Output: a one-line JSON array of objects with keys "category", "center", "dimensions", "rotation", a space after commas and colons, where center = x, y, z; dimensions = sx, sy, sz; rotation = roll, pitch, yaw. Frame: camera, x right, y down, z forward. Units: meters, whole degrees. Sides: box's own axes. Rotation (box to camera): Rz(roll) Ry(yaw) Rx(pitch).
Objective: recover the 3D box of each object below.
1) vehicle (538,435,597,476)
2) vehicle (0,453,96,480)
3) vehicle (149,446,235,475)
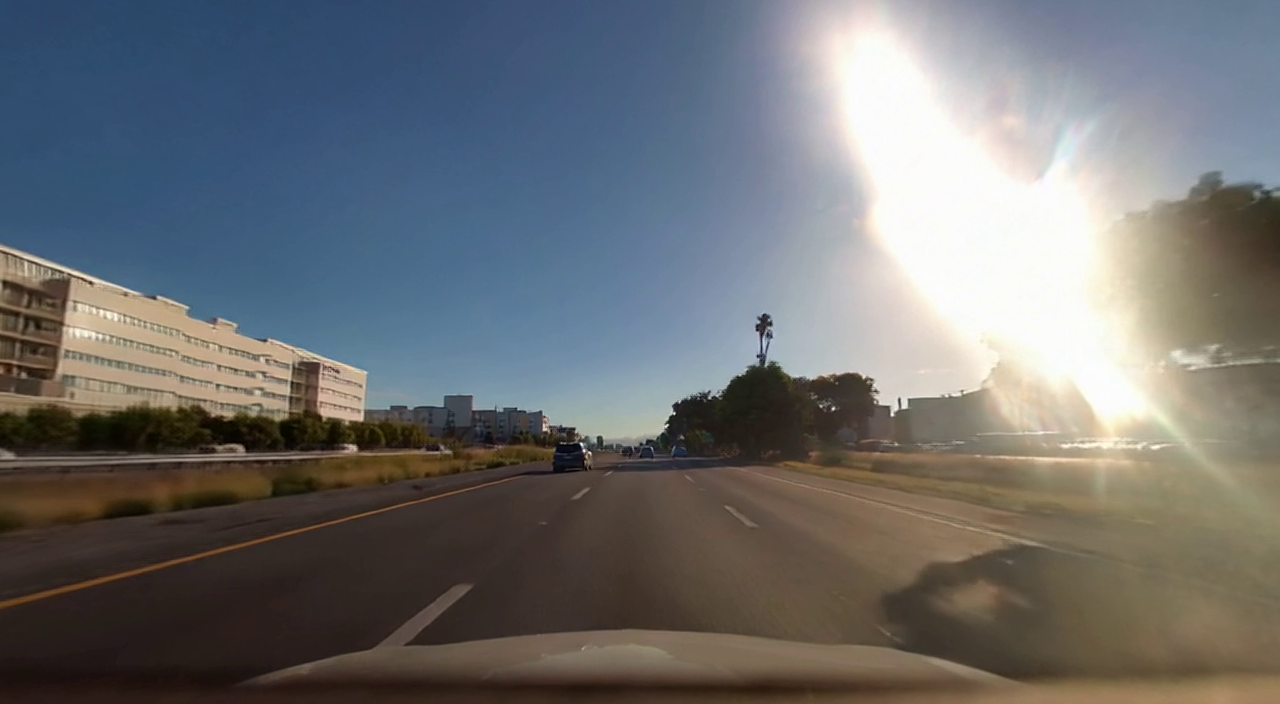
[{"category": "vehicle", "center": [-3.478, 5.104, 31.254], "dimensions": [2.218, 1.850, 4.774], "rotation": [-1, -9, 2]}, {"category": "vehicle", "center": [-35.855, 6.884, 38.118], "dimensions": [1.849, 1.466, 4.436], "rotation": [0, -9, 1]}, {"category": "vehicle", "center": [-27.889, 6.741, 39.447], "dimensions": [2.049, 1.692, 4.425], "rotation": [0, -9, 1]}]
